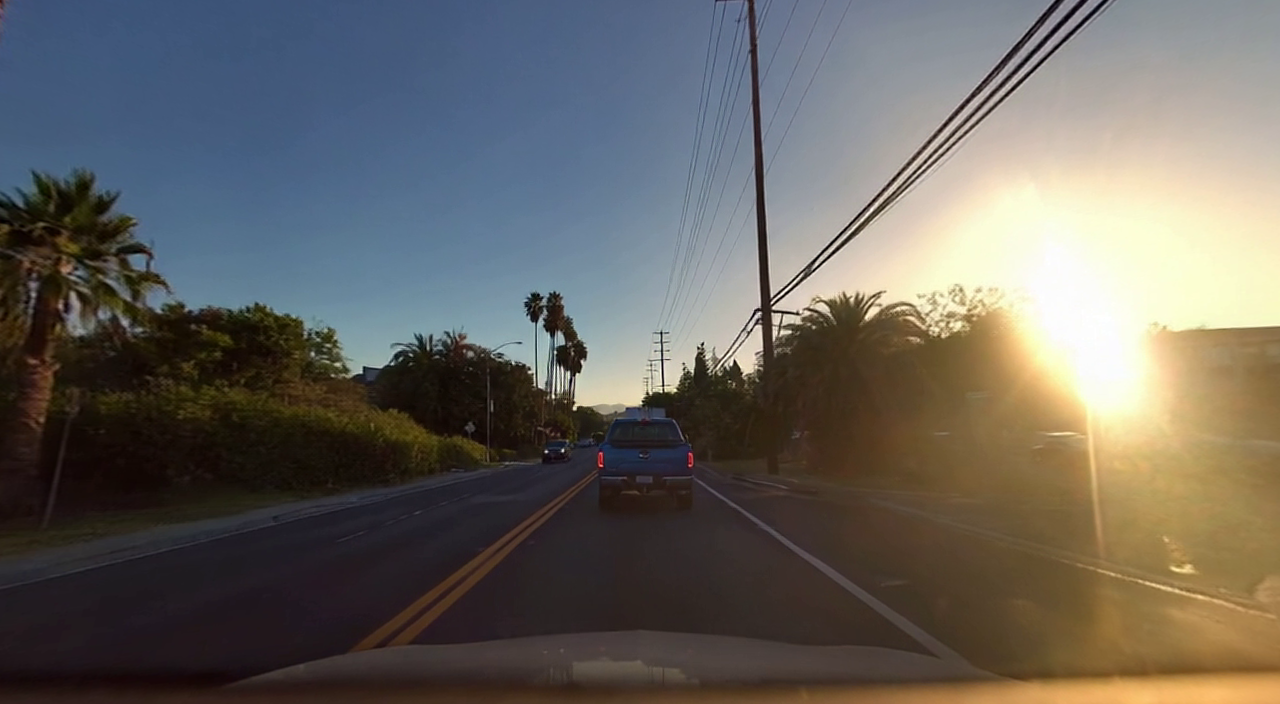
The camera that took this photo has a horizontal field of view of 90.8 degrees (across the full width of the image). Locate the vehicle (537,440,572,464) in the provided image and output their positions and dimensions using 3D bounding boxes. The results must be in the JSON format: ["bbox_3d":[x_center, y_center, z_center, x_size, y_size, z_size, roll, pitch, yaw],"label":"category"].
[{"bbox_3d":[-6.289,7.399,46.914,2.140,1.706,4.229,0,-8,-1],"label":"vehicle"}]

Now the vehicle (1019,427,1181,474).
[{"bbox_3d":[20.326,4.402,28.456,2.277,1.836,6.267,0,-8,-4],"label":"vehicle"}]

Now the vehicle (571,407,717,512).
[{"bbox_3d":[0.021,2.554,15.419,2.848,2.047,5.885,0,-8,-1],"label":"vehicle"}]
